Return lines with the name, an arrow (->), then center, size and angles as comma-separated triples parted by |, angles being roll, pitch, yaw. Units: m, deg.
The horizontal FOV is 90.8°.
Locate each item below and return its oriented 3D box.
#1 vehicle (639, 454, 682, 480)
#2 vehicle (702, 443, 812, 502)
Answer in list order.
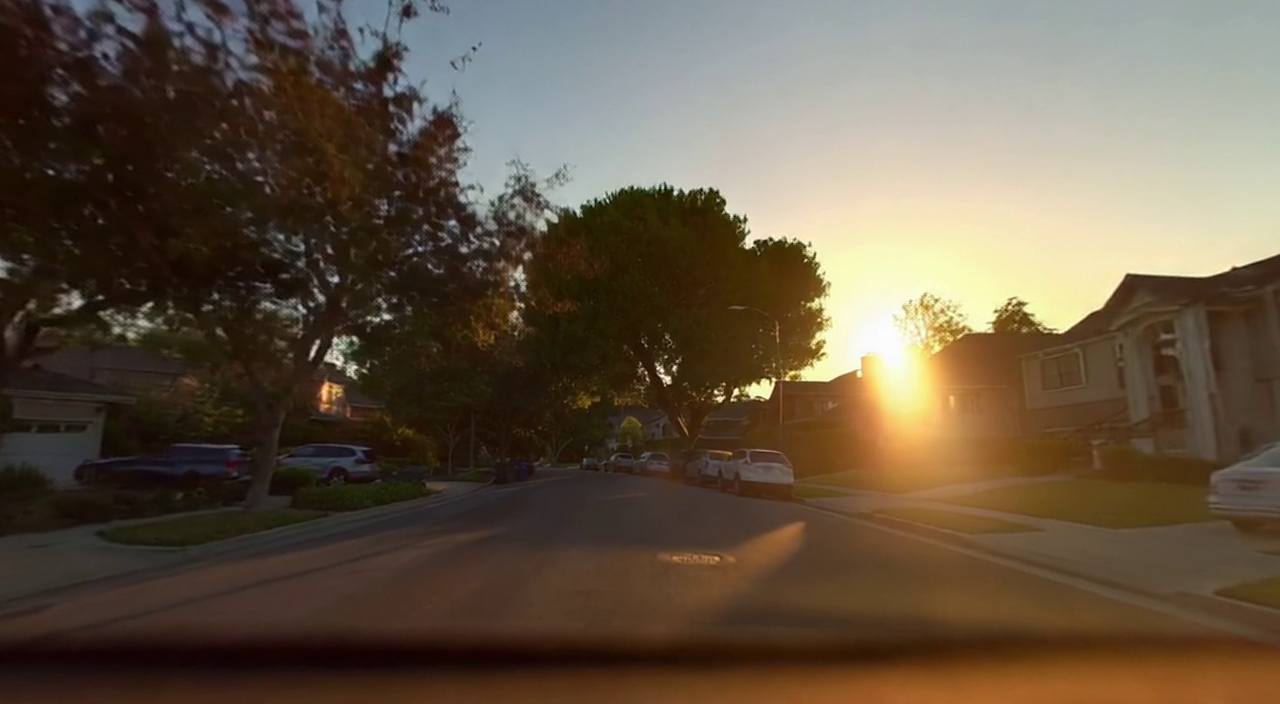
vehicle -> 1.489, 8.808, 48.728 | 2.111, 1.771, 4.942 | 2, -9, -13
vehicle -> 4.277, 4.574, 24.431 | 2.715, 1.900, 6.163 | 3, -9, -4
